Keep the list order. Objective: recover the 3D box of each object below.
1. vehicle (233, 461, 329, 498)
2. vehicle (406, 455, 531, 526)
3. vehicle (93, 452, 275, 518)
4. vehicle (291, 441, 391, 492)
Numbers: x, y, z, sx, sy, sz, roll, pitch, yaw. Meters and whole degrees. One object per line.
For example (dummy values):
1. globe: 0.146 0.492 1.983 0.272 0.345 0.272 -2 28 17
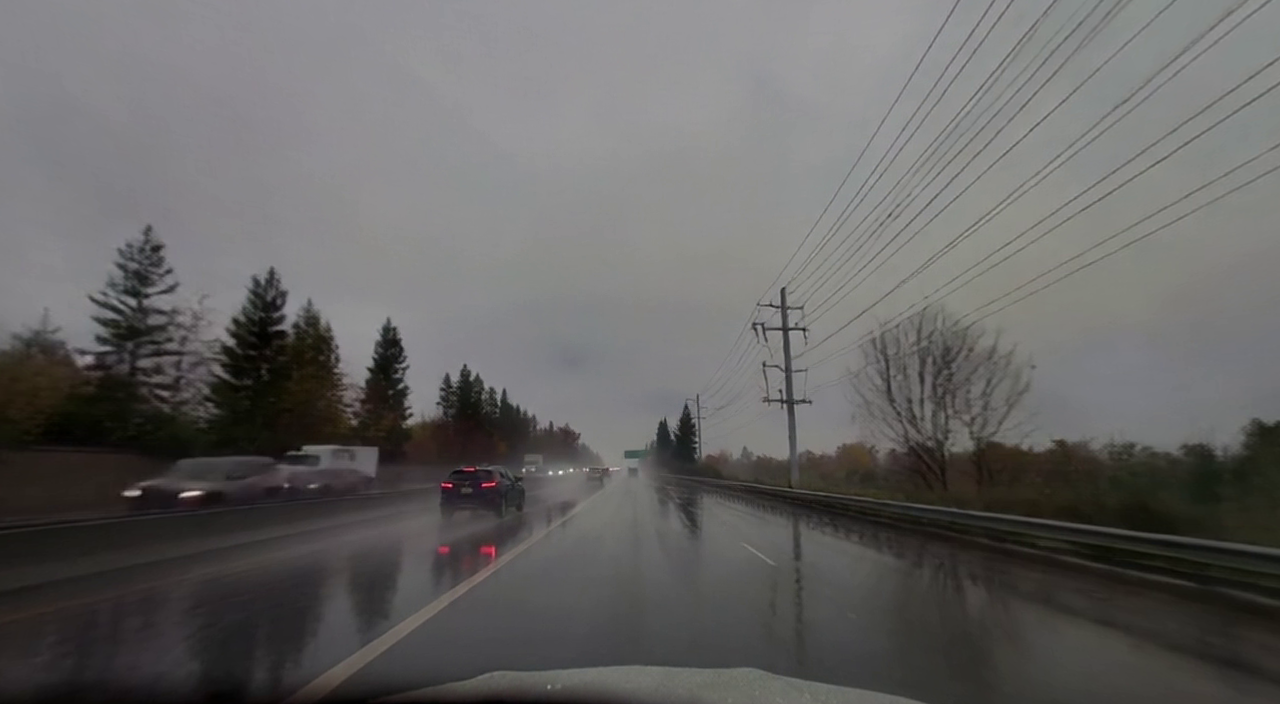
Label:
1. vehicle: -16.266 5.803 28.825 1.955 1.492 4.131 1 -11 -1
2. vehicle: -4.123 3.430 15.965 1.963 1.501 4.227 1 -11 0
3. vehicle: -12.779 3.766 18.108 1.949 1.624 4.291 1 -11 0
4. vehicle: -16.477 6.411 35.218 2.578 2.546 5.944 1 -11 0
